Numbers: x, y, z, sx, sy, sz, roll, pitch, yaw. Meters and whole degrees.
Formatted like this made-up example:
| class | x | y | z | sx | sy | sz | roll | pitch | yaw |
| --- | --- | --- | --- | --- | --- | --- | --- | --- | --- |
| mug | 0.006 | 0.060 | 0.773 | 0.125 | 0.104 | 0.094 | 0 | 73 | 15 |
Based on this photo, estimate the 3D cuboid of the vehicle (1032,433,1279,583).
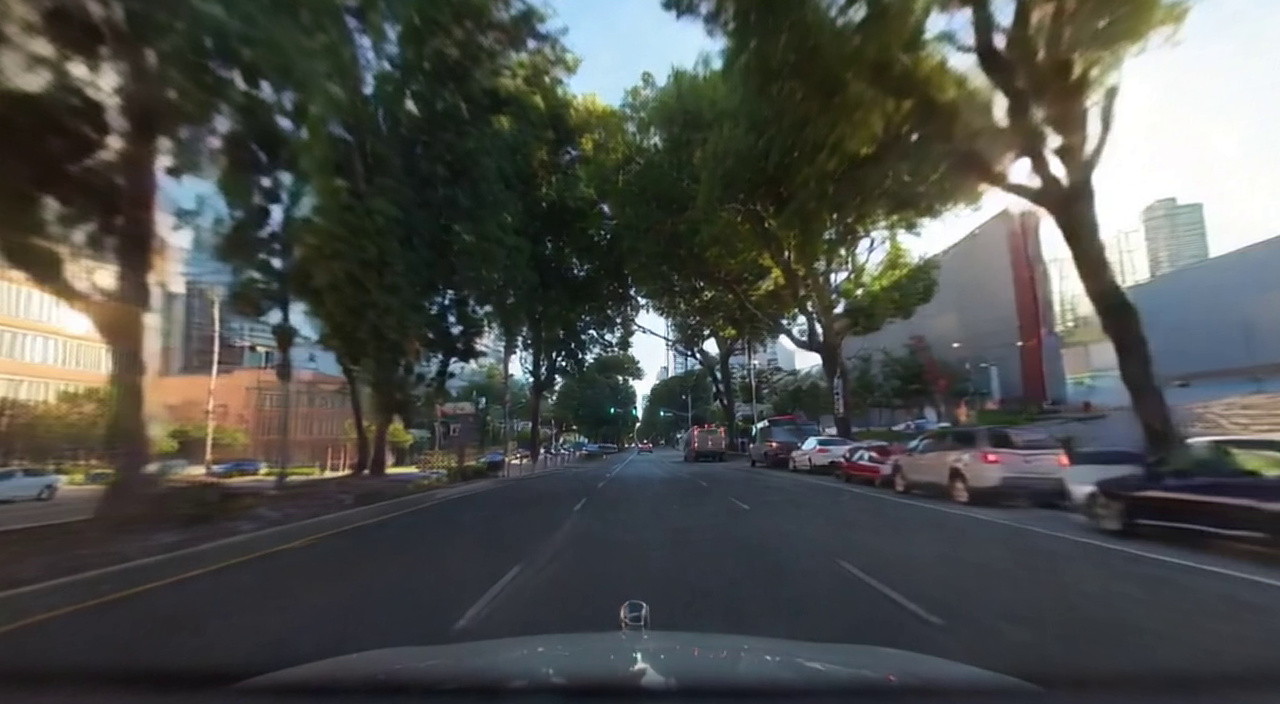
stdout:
| class | x | y | z | sx | sy | sz | roll | pitch | yaw |
| --- | --- | --- | --- | --- | --- | --- | --- | --- | --- |
| vehicle | 7.139 | 1.718 | 7.491 | 1.850 | 1.448 | 4.844 | 0 | -8 | 0 |

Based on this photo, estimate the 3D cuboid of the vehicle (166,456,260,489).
| class | x | y | z | sx | sy | sz | roll | pitch | yaw |
| --- | --- | --- | --- | --- | --- | --- | --- | --- | --- |
| vehicle | -22.124 | 6.228 | 32.878 | 1.922 | 1.545 | 4.178 | -1 | -8 | 1 |

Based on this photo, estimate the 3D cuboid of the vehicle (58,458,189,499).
| class | x | y | z | sx | sy | sz | roll | pitch | yaw |
| --- | --- | --- | --- | --- | --- | --- | --- | --- | --- |
| vehicle | -22.340 | 5.447 | 27.577 | 1.821 | 1.496 | 4.724 | 0 | -8 | -1 |

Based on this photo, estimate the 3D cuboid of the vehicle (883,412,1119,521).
| class | x | y | z | sx | sy | sz | roll | pitch | yaw |
| --- | --- | --- | --- | --- | --- | --- | --- | --- | --- |
| vehicle | 7.146 | 2.319 | 13.248 | 2.200 | 1.860 | 4.511 | 0 | -8 | -1 |

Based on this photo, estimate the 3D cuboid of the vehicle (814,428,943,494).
| class | x | y | z | sx | sy | sz | roll | pitch | yaw |
| --- | --- | --- | --- | --- | --- | --- | --- | --- | --- |
| vehicle | 7.200 | 3.341 | 19.718 | 2.089 | 1.788 | 4.817 | 0 | -8 | -1 |

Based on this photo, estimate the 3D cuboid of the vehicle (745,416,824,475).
| class | x | y | z | sx | sy | sz | roll | pitch | yaw |
| --- | --- | --- | --- | --- | --- | --- | --- | --- | --- |
| vehicle | 7.317 | 4.878 | 33.001 | 2.391 | 2.750 | 6.853 | 0 | -8 | -1 |
